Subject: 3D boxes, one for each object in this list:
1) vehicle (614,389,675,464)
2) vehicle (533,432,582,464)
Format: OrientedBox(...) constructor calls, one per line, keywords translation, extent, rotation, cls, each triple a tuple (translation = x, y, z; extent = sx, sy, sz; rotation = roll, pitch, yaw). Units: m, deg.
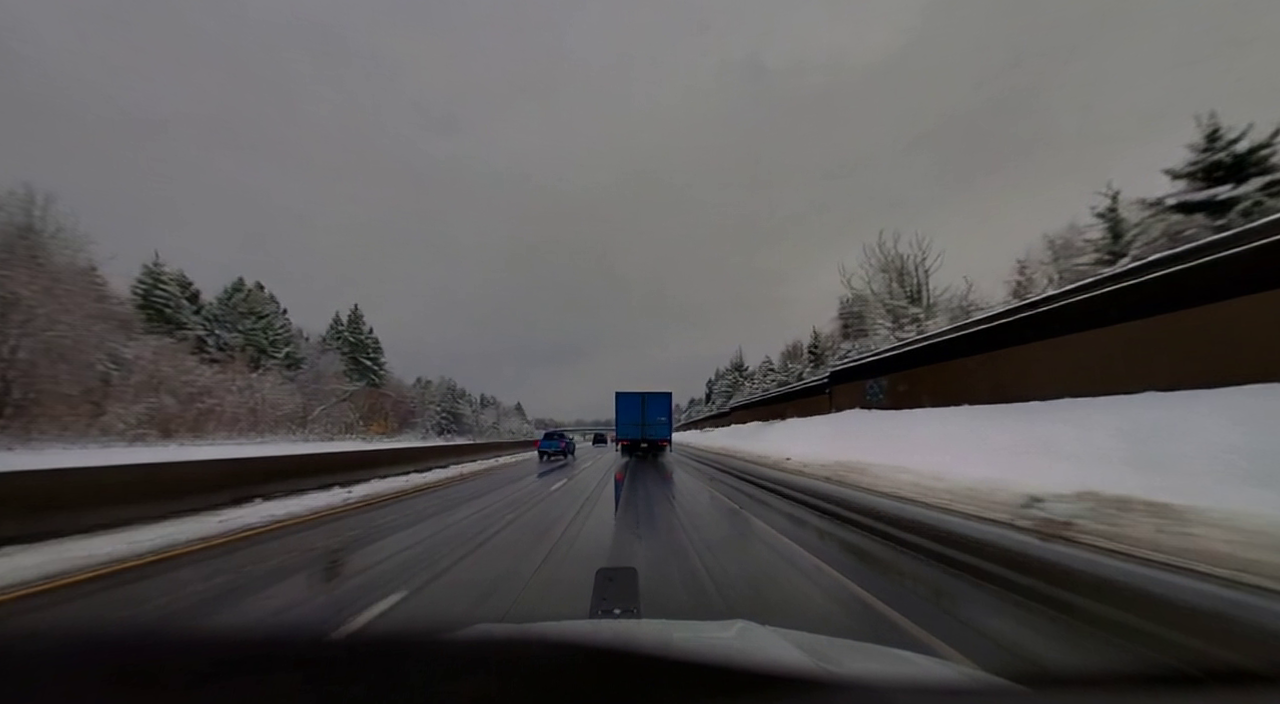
OrientedBox(translation=(0.122, 4.256, 35.498), extent=(2.927, 3.649, 9.443), rotation=(0, -8, -1), cls="vehicle")
OrientedBox(translation=(-4.167, 4.922, 32.432), extent=(1.948, 1.526, 4.525), rotation=(0, -8, 0), cls="vehicle")
